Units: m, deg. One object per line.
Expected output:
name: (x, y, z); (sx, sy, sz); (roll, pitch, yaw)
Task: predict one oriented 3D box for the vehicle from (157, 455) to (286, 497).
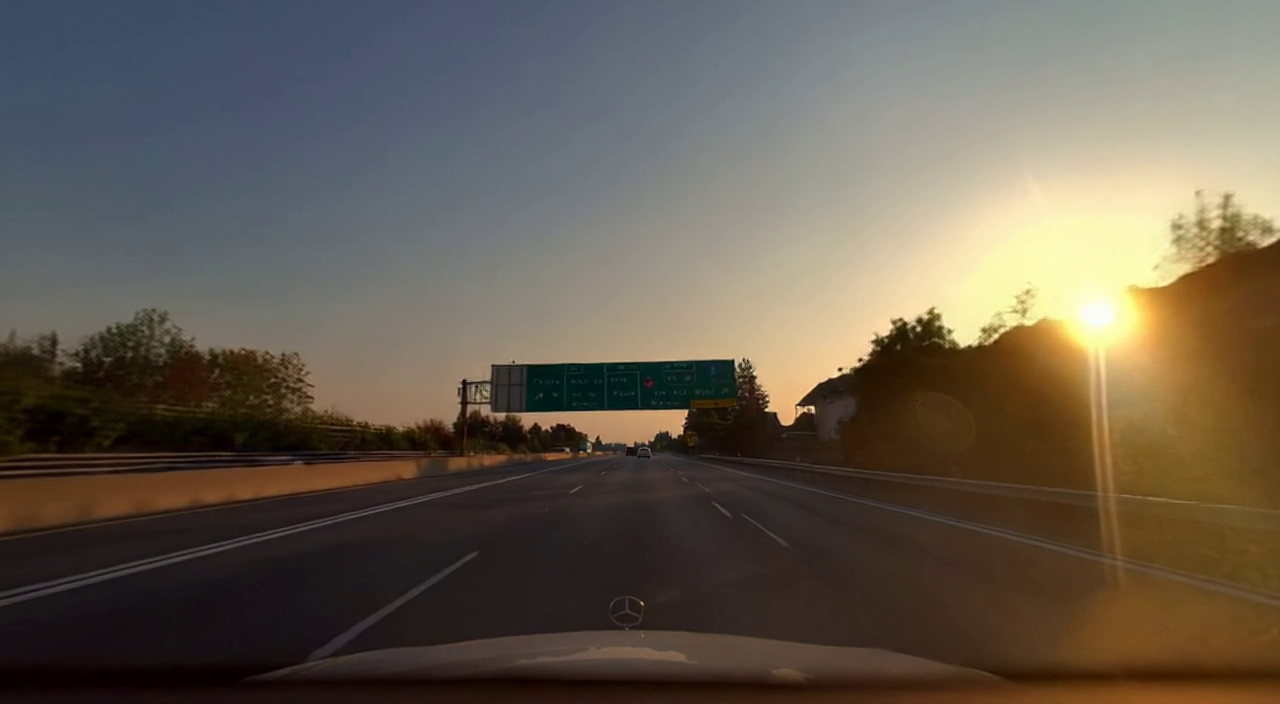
vehicle: (-16.661, 4.910, 25.437); (1.874, 1.474, 4.784); (0, -9, 1)
